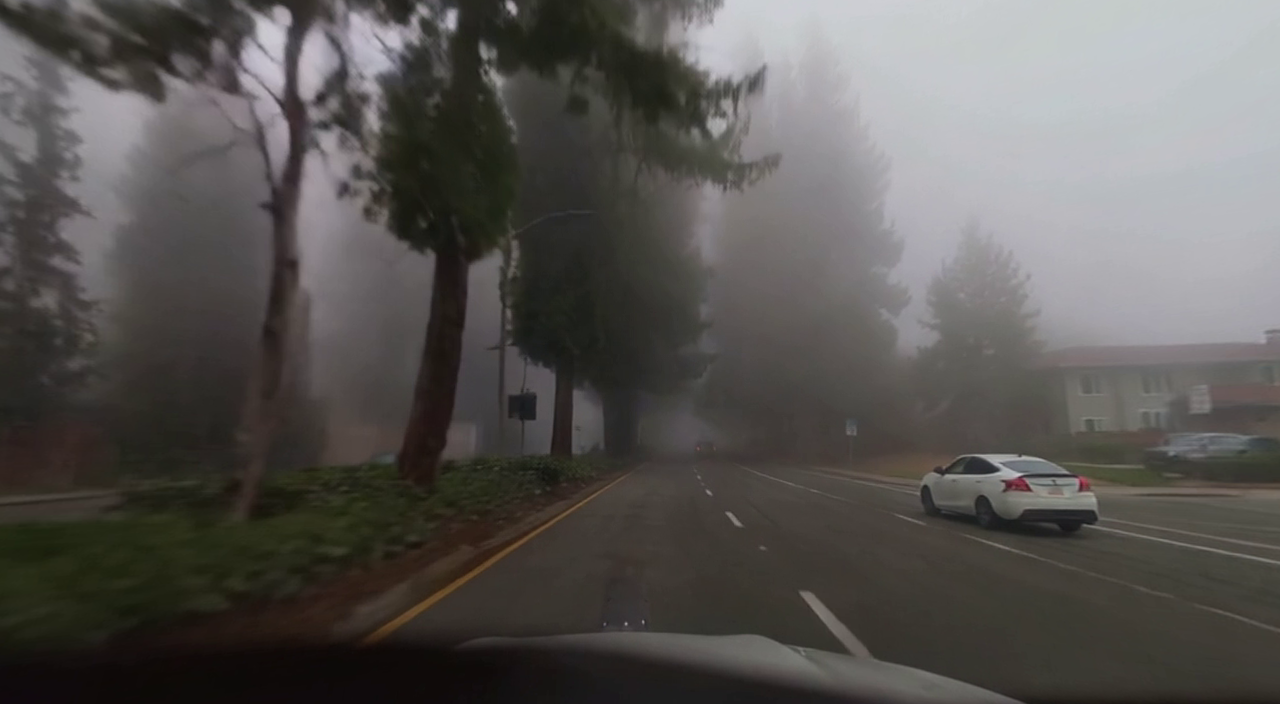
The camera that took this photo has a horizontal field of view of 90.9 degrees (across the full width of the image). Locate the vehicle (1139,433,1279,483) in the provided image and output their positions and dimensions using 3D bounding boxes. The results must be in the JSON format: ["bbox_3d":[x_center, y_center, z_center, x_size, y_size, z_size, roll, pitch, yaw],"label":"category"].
[{"bbox_3d":[21.521,3.911,23.531,2.011,1.661,4.712,0,-8,2],"label":"vehicle"}]

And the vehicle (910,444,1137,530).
[{"bbox_3d":[7.486,2.621,12.971,1.855,1.444,4.389,0,-8,-1],"label":"vehicle"}]

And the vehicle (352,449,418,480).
[{"bbox_3d":[-15.694,6.916,39.051,2.026,1.690,4.656,0,-8,2],"label":"vehicle"}]
